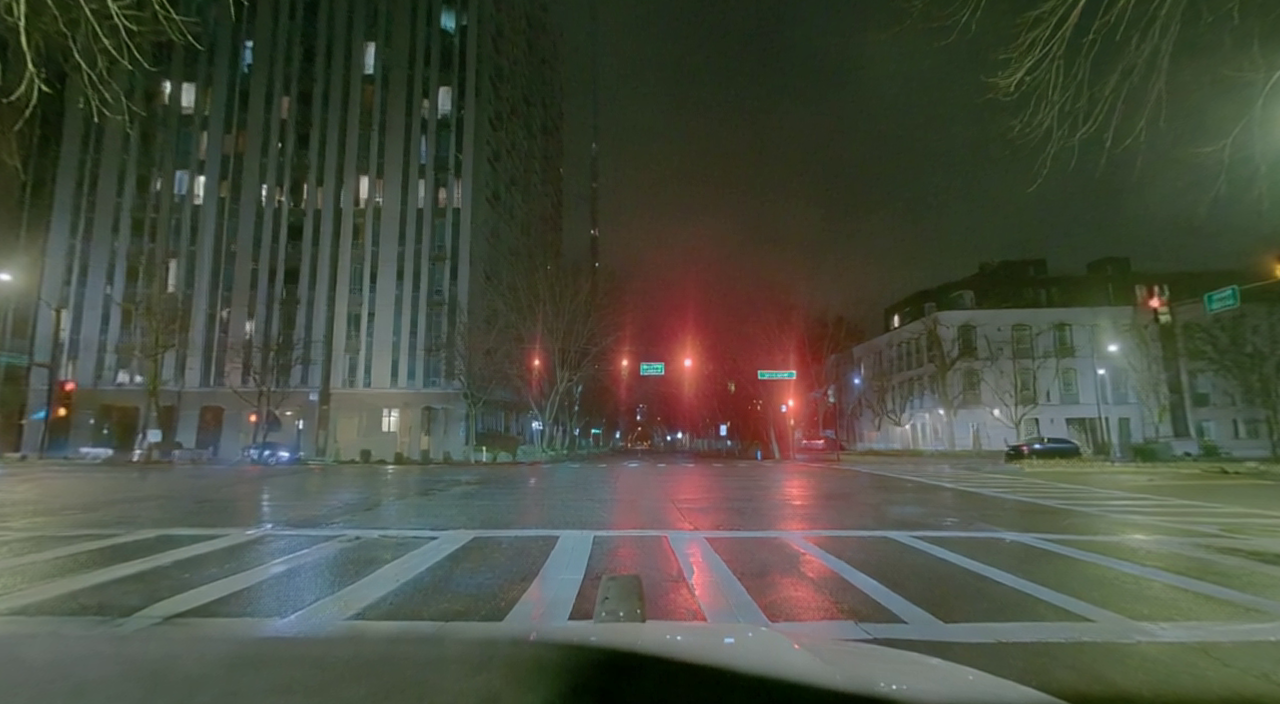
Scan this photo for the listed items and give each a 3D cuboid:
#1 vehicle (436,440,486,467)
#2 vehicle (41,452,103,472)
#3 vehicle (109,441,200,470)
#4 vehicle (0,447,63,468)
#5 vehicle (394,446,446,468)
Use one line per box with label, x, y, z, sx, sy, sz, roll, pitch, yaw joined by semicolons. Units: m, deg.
vehicle;-12.005;6.832;42.659;2.080;1.763;4.341;0;-8;1
vehicle;-41.625;8.042;46.375;1.552;1.339;3.340;-1;-9;-3
vehicle;-34.936;7.447;45.749;2.204;1.955;5.518;0;-8;0
vehicle;-45.285;7.777;46.612;1.858;1.467;3.624;0;-9;1
vehicle;-15.521;7.441;44.841;2.056;1.450;4.343;0;-8;0
